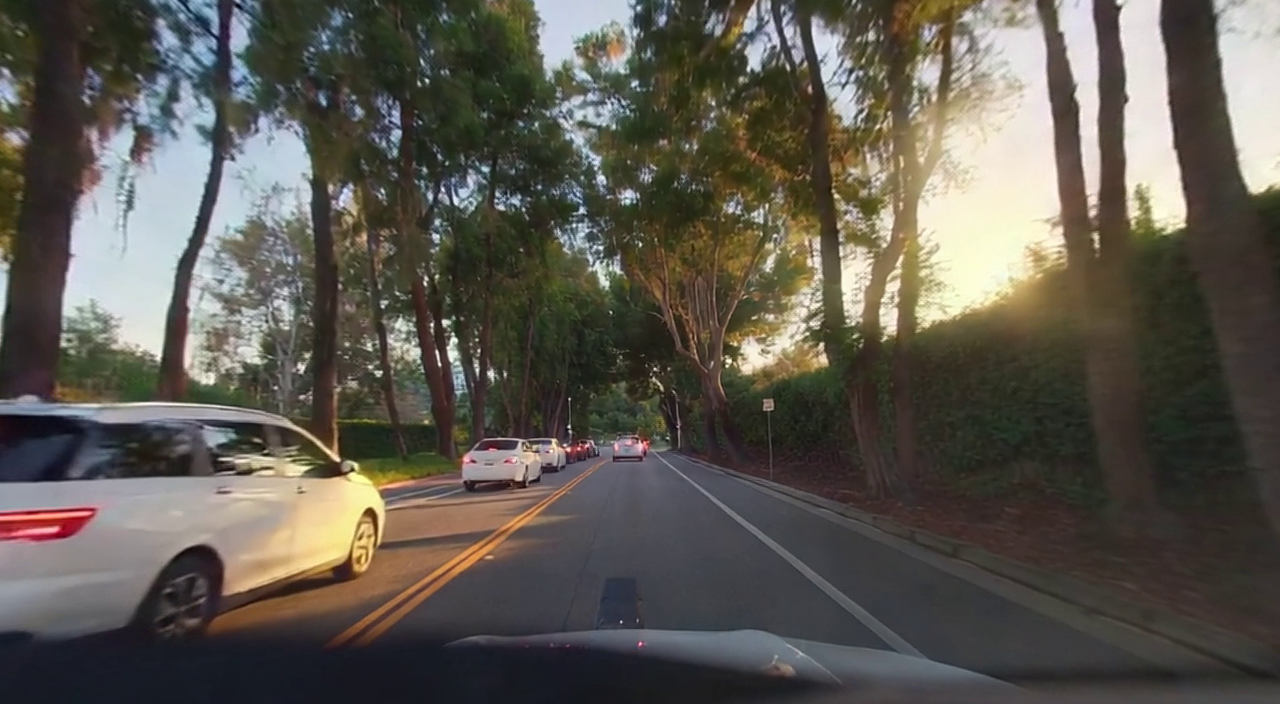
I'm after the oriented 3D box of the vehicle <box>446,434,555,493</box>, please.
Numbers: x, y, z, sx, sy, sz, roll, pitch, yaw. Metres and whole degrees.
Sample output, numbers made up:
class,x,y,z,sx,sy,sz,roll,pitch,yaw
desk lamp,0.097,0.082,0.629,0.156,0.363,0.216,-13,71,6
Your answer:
class,x,y,z,sx,sy,sz,roll,pitch,yaw
vehicle,-3.740,3.074,17.811,2.030,1.452,4.312,0,-8,1

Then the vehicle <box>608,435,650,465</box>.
class,x,y,z,sx,sy,sz,roll,pitch,yaw
vehicle,-0.593,5.338,34.483,2.127,1.517,4.090,0,-8,-1

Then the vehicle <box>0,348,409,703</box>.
class,x,y,z,sx,sy,sz,roll,pitch,yaw
vehicle,-3.687,1.138,4.879,2.126,1.707,4.317,0,-8,0
